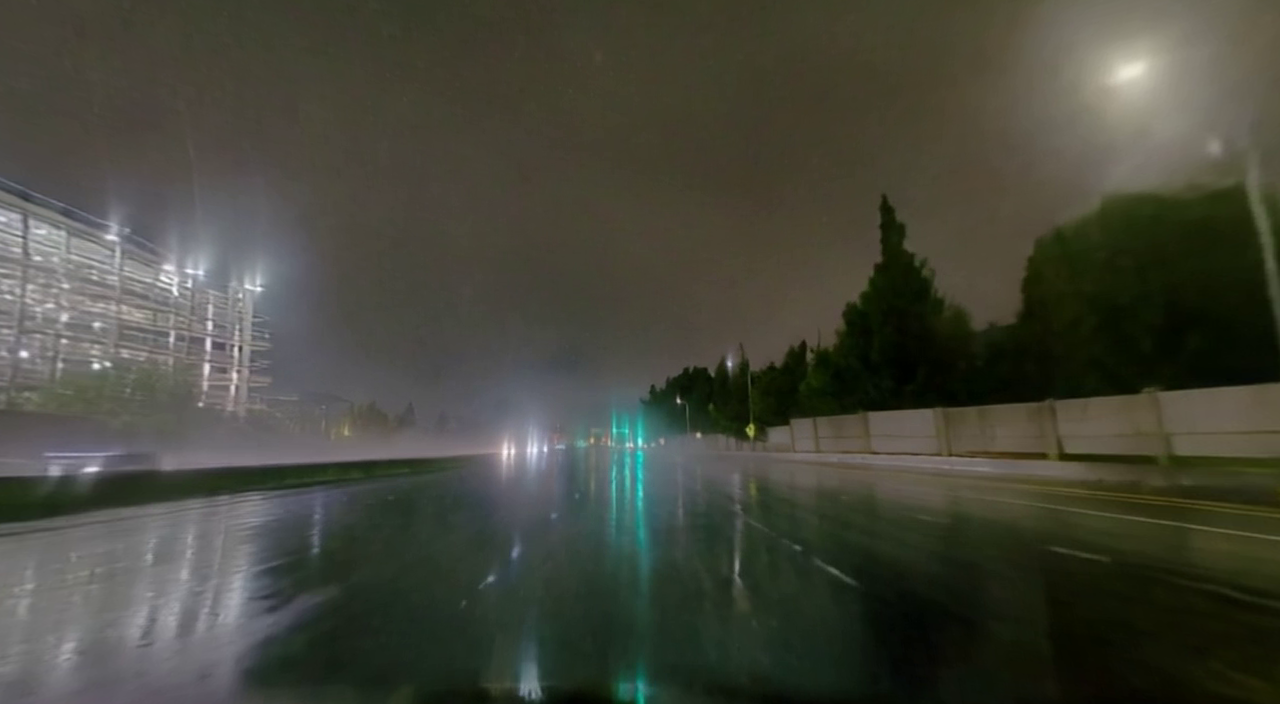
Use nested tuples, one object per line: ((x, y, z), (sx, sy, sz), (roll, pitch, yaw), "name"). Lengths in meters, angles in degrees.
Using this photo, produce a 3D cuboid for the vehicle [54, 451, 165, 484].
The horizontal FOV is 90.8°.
((-26.395, 5.731, 31.658), (1.797, 1.463, 4.376), (0, -9, 0), "vehicle")
